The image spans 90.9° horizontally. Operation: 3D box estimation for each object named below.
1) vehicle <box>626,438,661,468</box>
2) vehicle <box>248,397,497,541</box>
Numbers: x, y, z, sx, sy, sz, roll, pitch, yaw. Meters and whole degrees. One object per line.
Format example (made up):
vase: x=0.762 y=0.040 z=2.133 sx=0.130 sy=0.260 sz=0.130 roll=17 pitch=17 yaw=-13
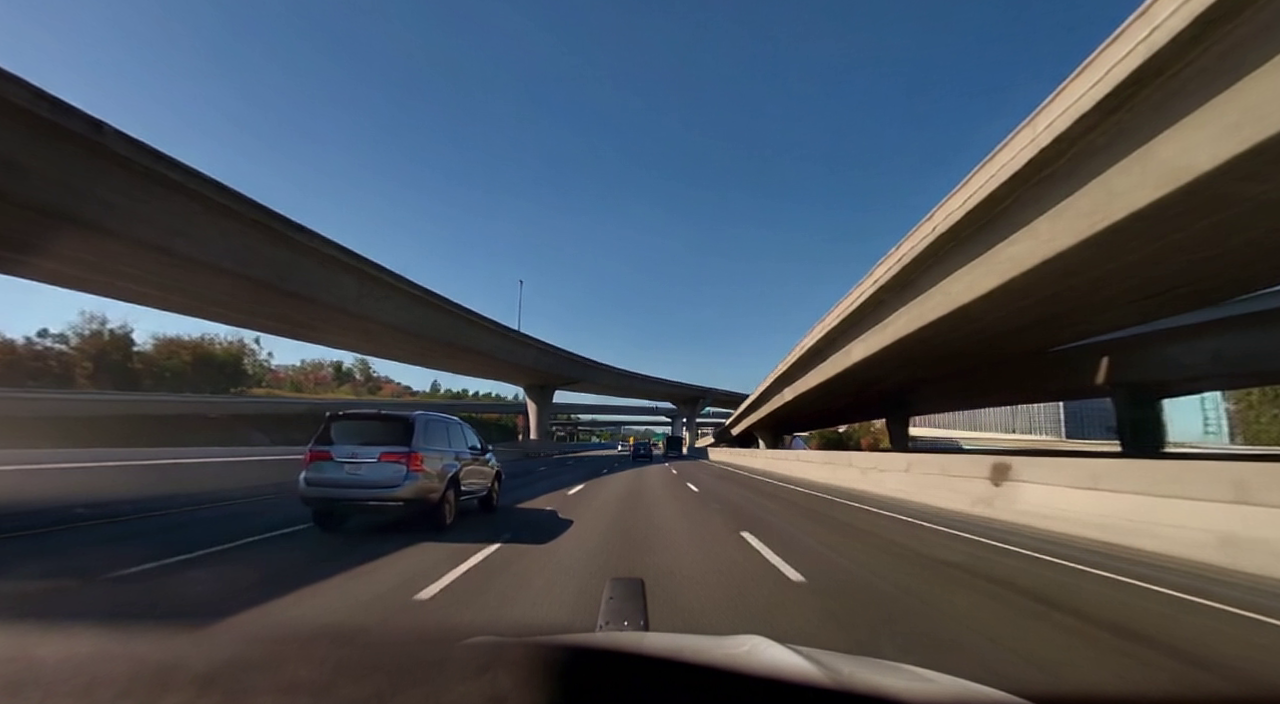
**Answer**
vehicle: x=0.210 y=6.291 z=39.362 sx=2.052 sy=1.711 sz=4.223 roll=0 pitch=-8 yaw=0
vehicle: x=-4.163 y=1.928 z=10.968 sx=2.147 sy=1.918 sz=4.834 roll=0 pitch=-8 yaw=0
